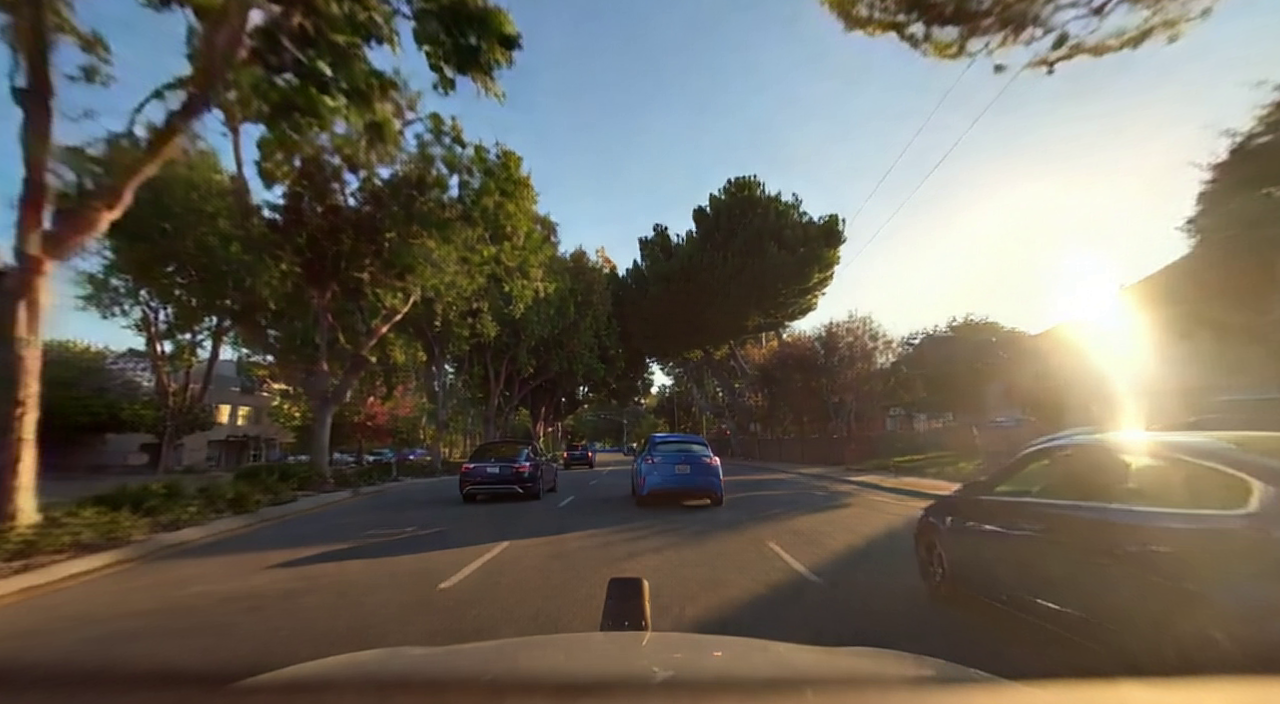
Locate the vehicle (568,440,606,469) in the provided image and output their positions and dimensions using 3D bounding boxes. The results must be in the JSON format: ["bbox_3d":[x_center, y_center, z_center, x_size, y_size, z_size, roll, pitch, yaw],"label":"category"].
[{"bbox_3d":[-3.340,6.548,40.396,2.014,1.755,4.360,0,-9,0],"label":"vehicle"}]

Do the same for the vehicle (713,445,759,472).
[{"bbox_3d":[5.557,6.219,37.035,2.010,1.486,4.498,0,-9,1],"label":"vehicle"}]

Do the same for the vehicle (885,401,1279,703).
[{"bbox_3d":[3.509,1.174,3.966,2.017,1.491,4.611,0,-9,-1],"label":"vehicle"}]

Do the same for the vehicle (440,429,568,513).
[{"bbox_3d":[-3.026,2.772,15.186,2.043,1.687,4.676,0,-9,0],"label":"vehicle"}]

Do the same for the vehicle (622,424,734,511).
[{"bbox_3d":[0.712,2.700,15.121,2.280,1.747,4.361,0,-9,-2],"label":"vehicle"}]
